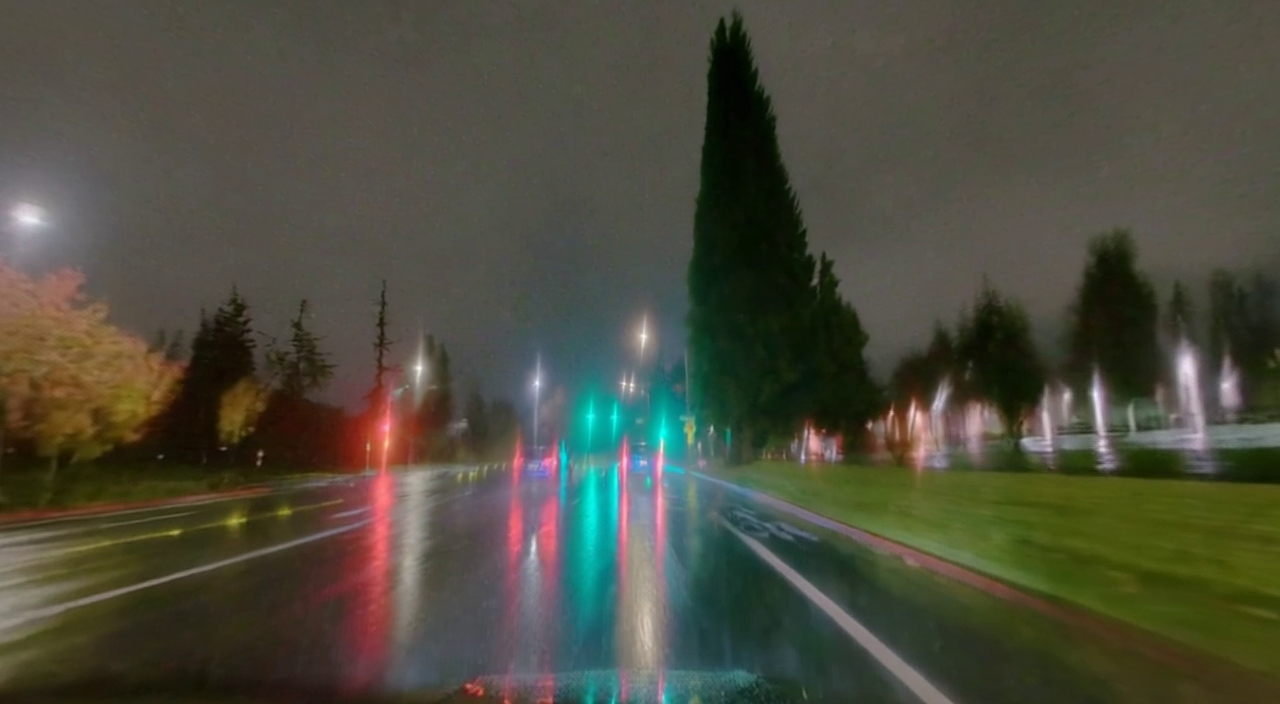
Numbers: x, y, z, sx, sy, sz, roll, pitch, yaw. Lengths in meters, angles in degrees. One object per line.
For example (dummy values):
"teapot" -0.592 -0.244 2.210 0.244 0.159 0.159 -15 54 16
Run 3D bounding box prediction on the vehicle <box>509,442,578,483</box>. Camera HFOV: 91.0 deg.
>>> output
"vehicle" -3.686 4.292 24.832 2.036 1.447 4.044 0 -8 0

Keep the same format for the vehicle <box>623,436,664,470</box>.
"vehicle" 0.114 5.738 35.919 2.215 1.799 4.426 0 -8 -2
